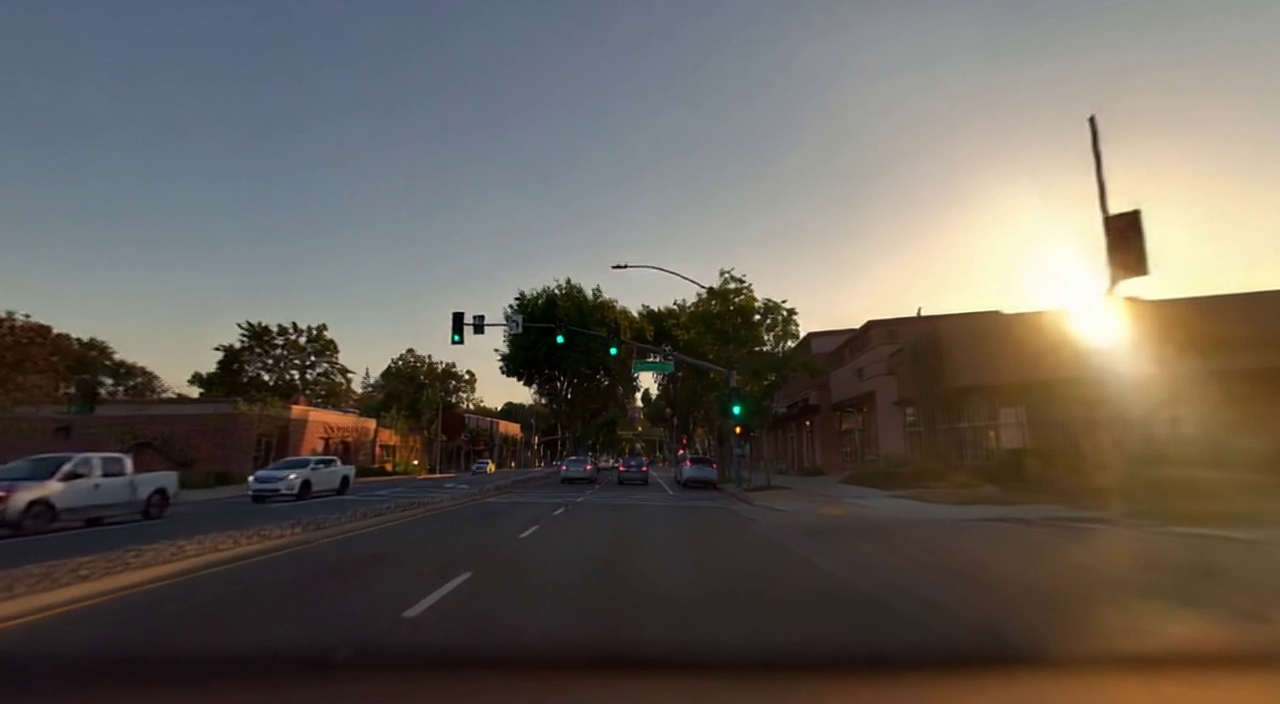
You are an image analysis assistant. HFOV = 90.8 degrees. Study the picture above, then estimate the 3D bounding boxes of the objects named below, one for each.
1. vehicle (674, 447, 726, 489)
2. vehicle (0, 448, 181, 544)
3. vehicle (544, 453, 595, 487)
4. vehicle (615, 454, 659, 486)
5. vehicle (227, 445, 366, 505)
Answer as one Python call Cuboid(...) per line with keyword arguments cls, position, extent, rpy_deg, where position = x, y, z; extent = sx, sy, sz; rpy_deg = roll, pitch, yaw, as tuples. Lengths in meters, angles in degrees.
Cuboid(cls="vehicle", position=(2.829, 5.637, 31.090), extent=(2.175, 1.850, 5.118), rpy_deg=(0, -9, 1))
Cuboid(cls="vehicle", position=(-12.501, 2.921, 13.507), extent=(1.986, 1.712, 4.399), rpy_deg=(0, -9, 1))
Cuboid(cls="vehicle", position=(-3.315, 5.628, 30.459), extent=(1.921, 1.477, 4.083), rpy_deg=(0, -9, 2))
Cuboid(cls="vehicle", position=(-0.115, 5.960, 32.270), extent=(2.085, 1.475, 3.976), rpy_deg=(0, -9, 1))
Cuboid(cls="vehicle", position=(-12.272, 4.395, 23.073), extent=(2.260, 1.921, 4.902), rpy_deg=(0, -9, 0))
